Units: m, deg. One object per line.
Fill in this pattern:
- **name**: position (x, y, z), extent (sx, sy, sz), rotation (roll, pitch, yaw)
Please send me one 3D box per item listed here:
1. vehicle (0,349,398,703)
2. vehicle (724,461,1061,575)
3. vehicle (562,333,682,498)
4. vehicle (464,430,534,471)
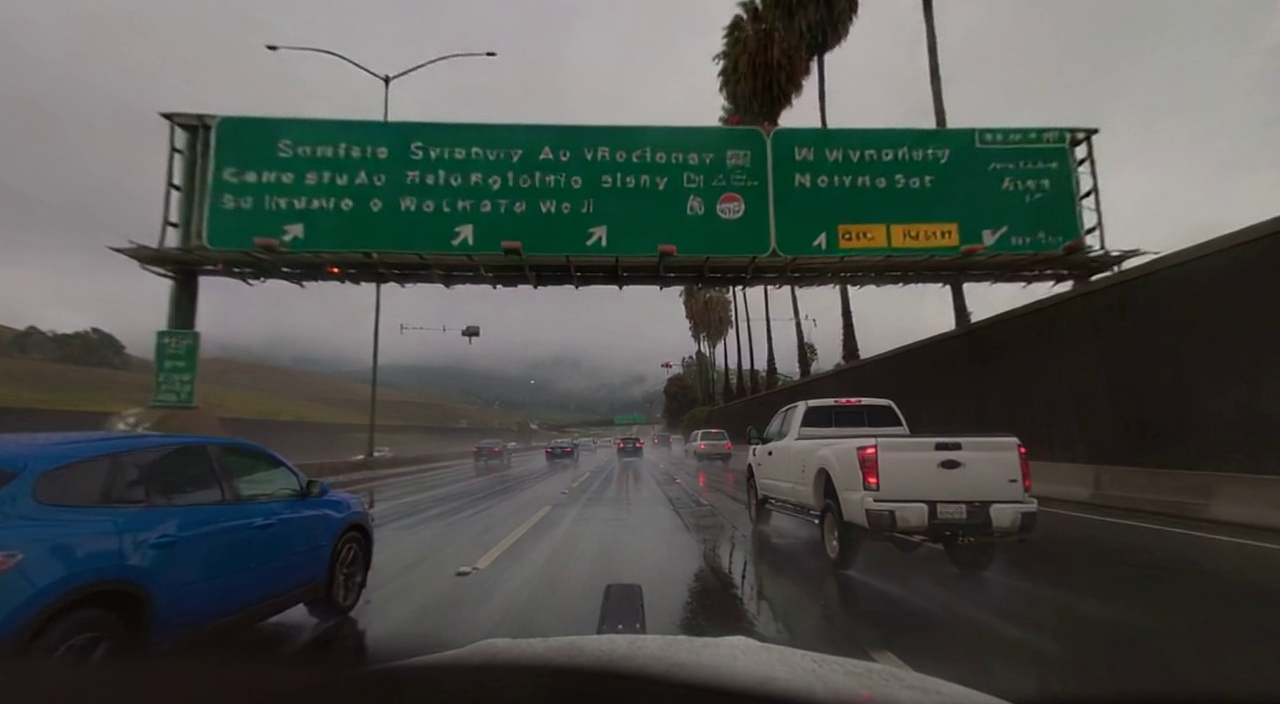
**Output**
- **vehicle**: position (-3.220, 1.073, 3.823), extent (1.885, 1.654, 4.103), rotation (0, -9, 0)
- **vehicle**: position (2.994, 2.197, 9.350), extent (2.635, 1.036, 5.568), rotation (0, -9, -1)
- **vehicle**: position (-0.403, 2.328, 20.822), extent (2.906, 4.040, 10.743), rotation (0, -9, 0)
- **vehicle**: position (-7.155, 5.099, 32.778), extent (2.344, 1.954, 5.579), rotation (0, -9, 0)
